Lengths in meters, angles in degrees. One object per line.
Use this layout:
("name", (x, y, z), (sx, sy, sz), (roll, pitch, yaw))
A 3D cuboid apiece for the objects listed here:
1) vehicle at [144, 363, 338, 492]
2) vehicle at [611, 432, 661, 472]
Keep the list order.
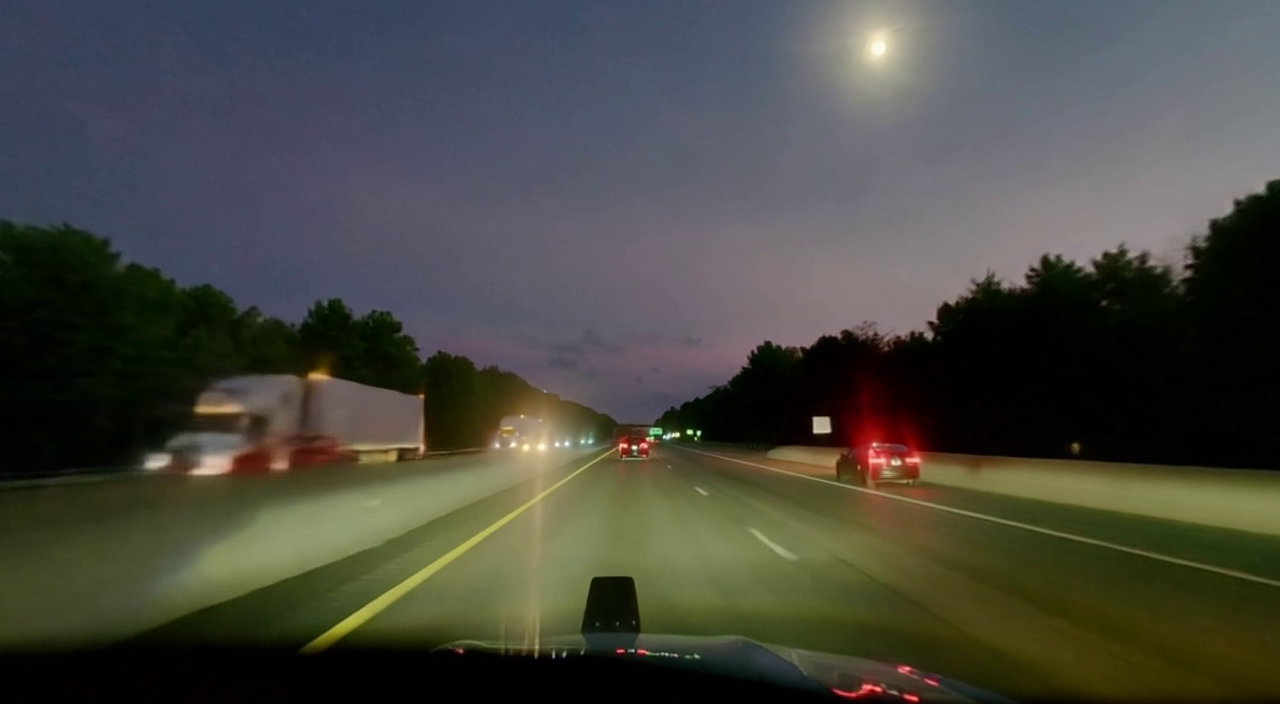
("vehicle", (-13.820, 2.729, 22.525), (3.024, 3.983, 5.858), (0, -8, -1))
("vehicle", (-0.201, 4.048, 25.702), (1.897, 1.479, 3.724), (0, -8, -2))
